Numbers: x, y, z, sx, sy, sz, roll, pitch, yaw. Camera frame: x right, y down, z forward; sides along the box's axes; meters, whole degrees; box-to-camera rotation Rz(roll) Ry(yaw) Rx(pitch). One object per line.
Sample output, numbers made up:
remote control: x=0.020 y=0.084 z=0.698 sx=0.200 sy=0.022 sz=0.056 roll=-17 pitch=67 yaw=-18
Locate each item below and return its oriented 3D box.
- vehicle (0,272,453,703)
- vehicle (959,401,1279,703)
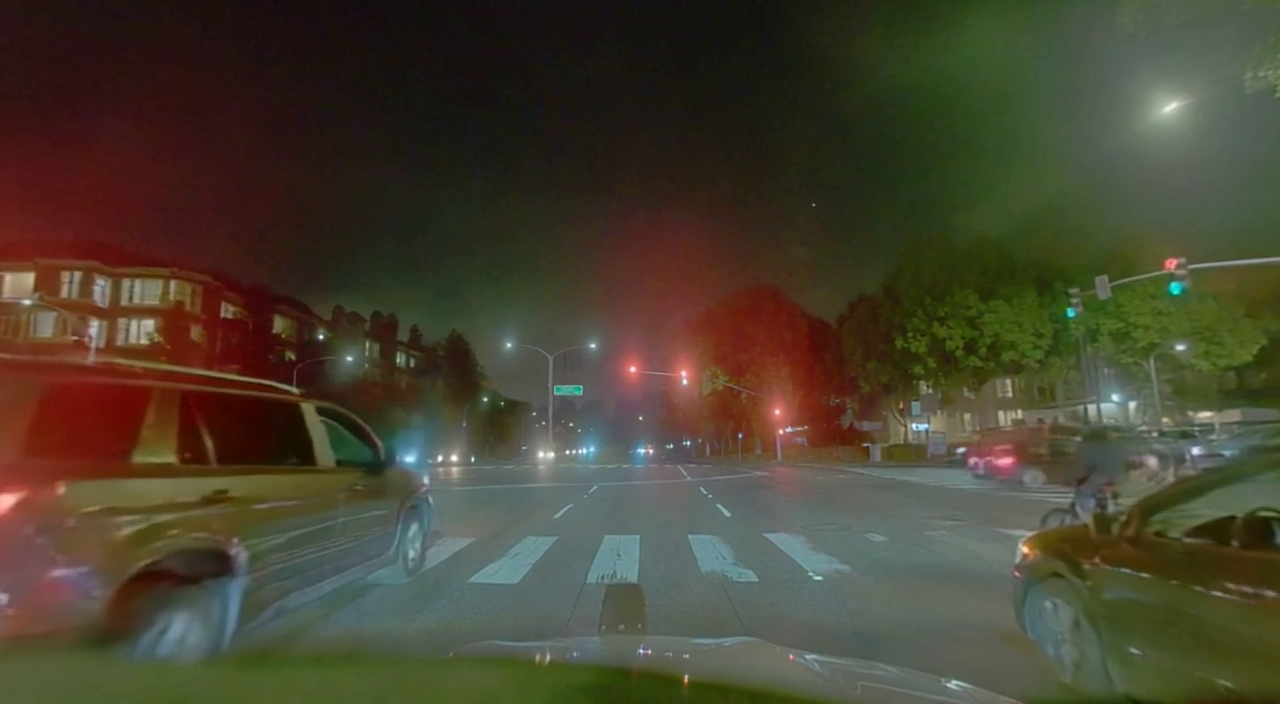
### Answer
vehicle: x=-3.252 y=1.020 z=4.523 sx=2.231 sy=1.898 sz=4.985 roll=0 pitch=-8 yaw=0
vehicle: x=3.106 y=0.869 z=1.892 sx=1.990 sy=1.454 sz=4.490 roll=0 pitch=-8 yaw=1
